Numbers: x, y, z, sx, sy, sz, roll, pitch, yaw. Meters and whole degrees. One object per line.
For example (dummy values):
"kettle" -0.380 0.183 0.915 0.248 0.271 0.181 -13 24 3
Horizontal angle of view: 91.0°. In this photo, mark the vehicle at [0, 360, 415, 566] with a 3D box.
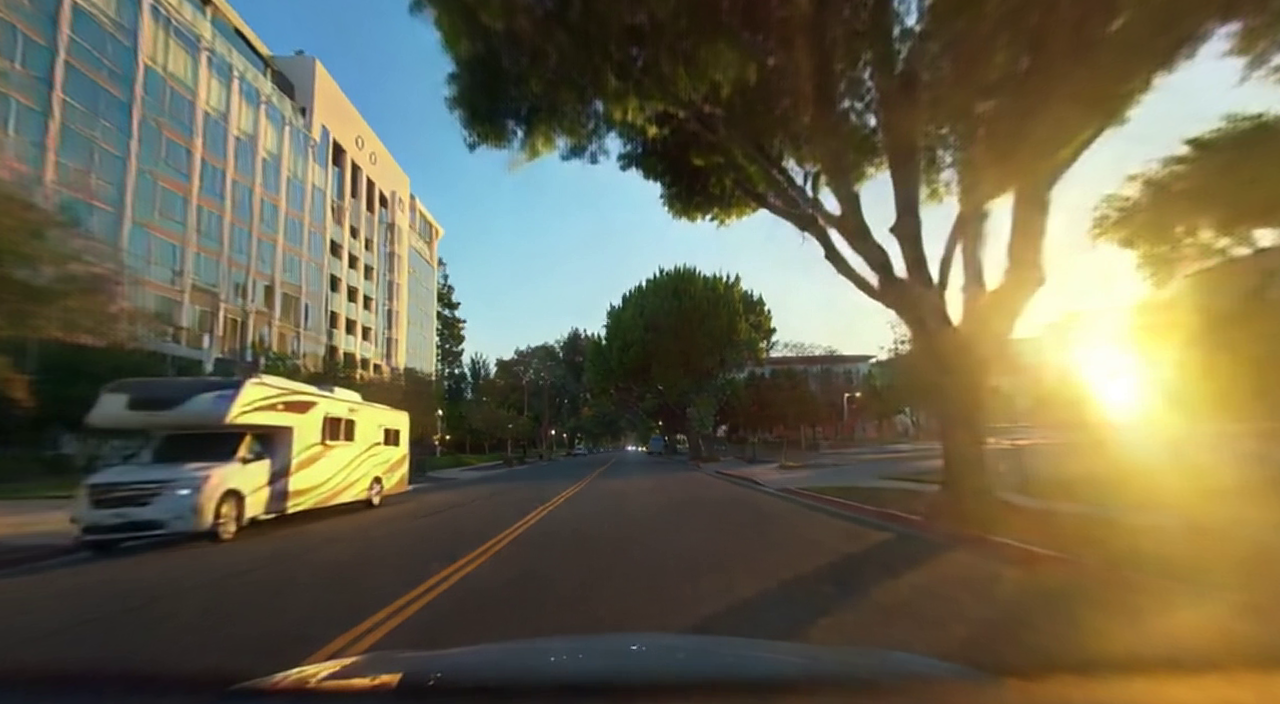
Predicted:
"vehicle" -7.407 2.019 12.610 3.108 2.771 7.999 0 -7 -2
